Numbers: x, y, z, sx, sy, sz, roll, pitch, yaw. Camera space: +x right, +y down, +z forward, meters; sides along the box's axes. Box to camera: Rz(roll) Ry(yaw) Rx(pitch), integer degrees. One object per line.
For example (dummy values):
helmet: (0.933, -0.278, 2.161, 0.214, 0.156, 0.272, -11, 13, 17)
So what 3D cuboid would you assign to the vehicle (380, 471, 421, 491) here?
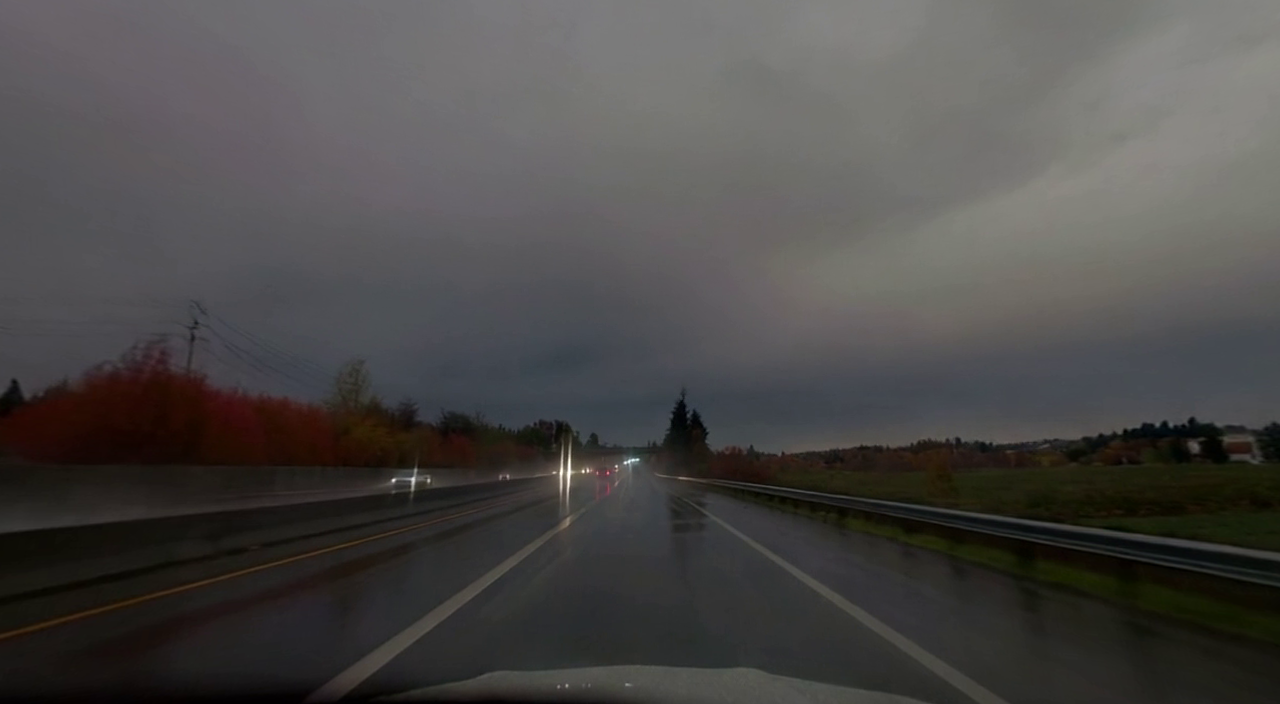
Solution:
vehicle: (-18.228, 9.794, 48.025, 1.726, 1.426, 3.490, 1, -11, 0)
